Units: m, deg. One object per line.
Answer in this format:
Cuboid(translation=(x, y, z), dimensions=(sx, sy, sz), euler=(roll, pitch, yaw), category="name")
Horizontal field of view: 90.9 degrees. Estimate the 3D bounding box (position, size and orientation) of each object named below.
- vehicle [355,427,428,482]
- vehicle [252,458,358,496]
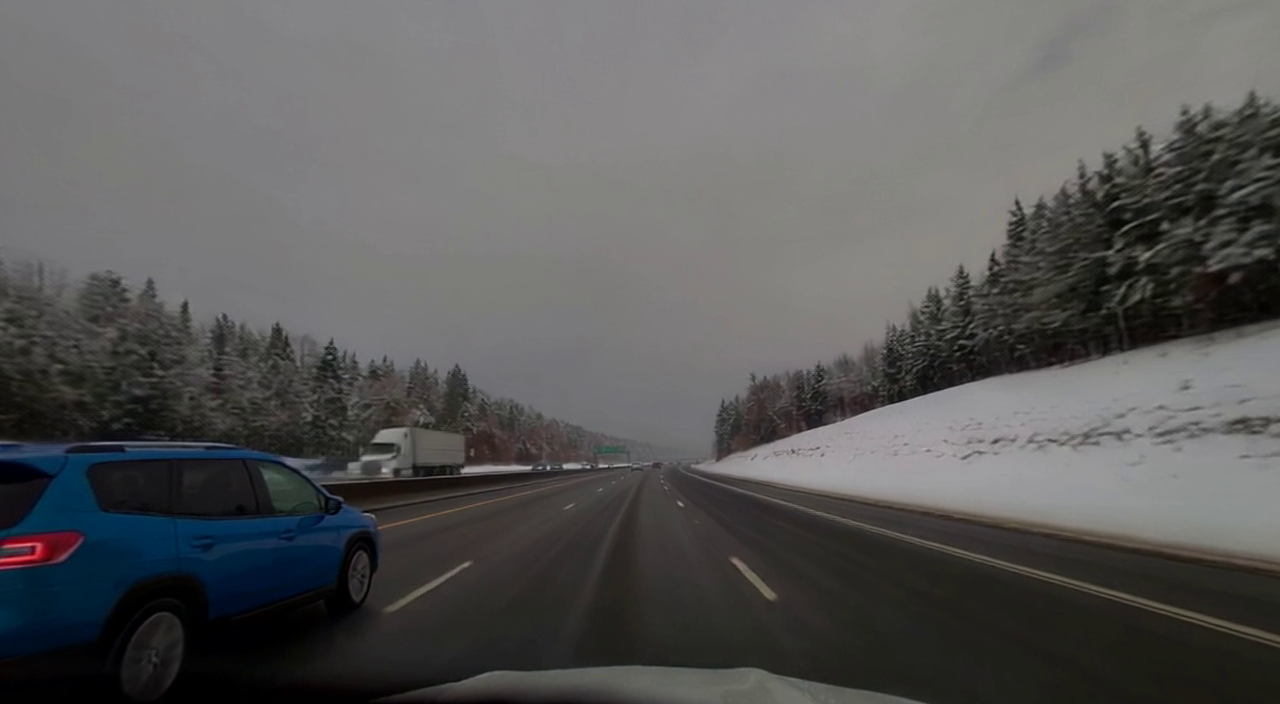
Cuboid(translation=(-19.333, 8.103, 49.461), dimensions=(2.984, 3.962, 5.856), euler=(0, -11, 2), category="vehicle")
Cuboid(translation=(-14.670, 5.530, 27.959), dimensions=(1.909, 1.501, 4.809), euler=(0, -11, 2), category="vehicle")
